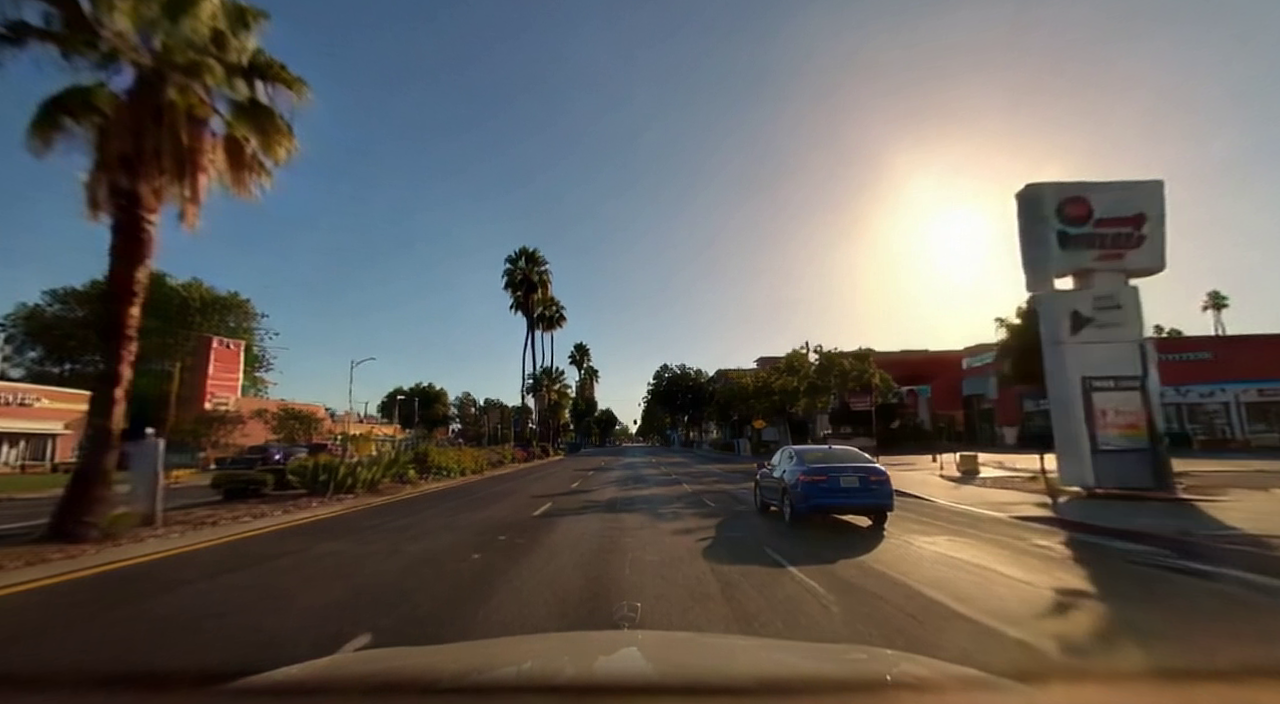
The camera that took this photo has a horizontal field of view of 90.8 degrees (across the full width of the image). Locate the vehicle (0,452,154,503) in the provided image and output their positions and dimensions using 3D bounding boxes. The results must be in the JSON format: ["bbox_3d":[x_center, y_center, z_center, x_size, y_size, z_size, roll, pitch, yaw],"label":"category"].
[{"bbox_3d":[-19.590,4.244,21.803,1.892,1.481,4.694,0,-8,0],"label":"vehicle"}]

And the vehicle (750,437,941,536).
[{"bbox_3d":[3.406,2.297,11.508,1.978,1.442,4.262,0,-8,-1],"label":"vehicle"}]
